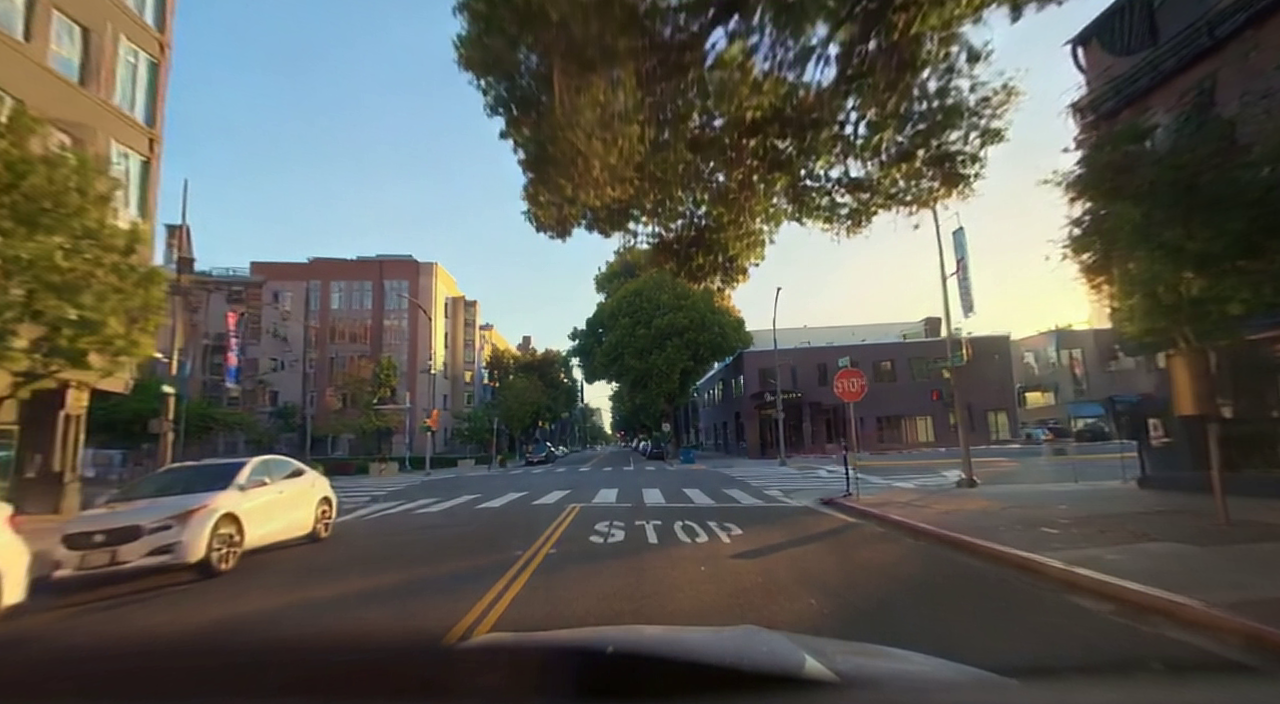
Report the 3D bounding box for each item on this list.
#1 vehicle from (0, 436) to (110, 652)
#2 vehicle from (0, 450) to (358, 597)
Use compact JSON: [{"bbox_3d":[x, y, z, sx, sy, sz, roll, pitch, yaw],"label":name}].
[{"bbox_3d":[-5.806,1.267,3.432,1.901,1.631,4.570,0,-8,-1],"label":"vehicle"},{"bbox_3d":[-5.910,2.126,8.803,1.874,1.460,4.495,0,-8,0],"label":"vehicle"}]
